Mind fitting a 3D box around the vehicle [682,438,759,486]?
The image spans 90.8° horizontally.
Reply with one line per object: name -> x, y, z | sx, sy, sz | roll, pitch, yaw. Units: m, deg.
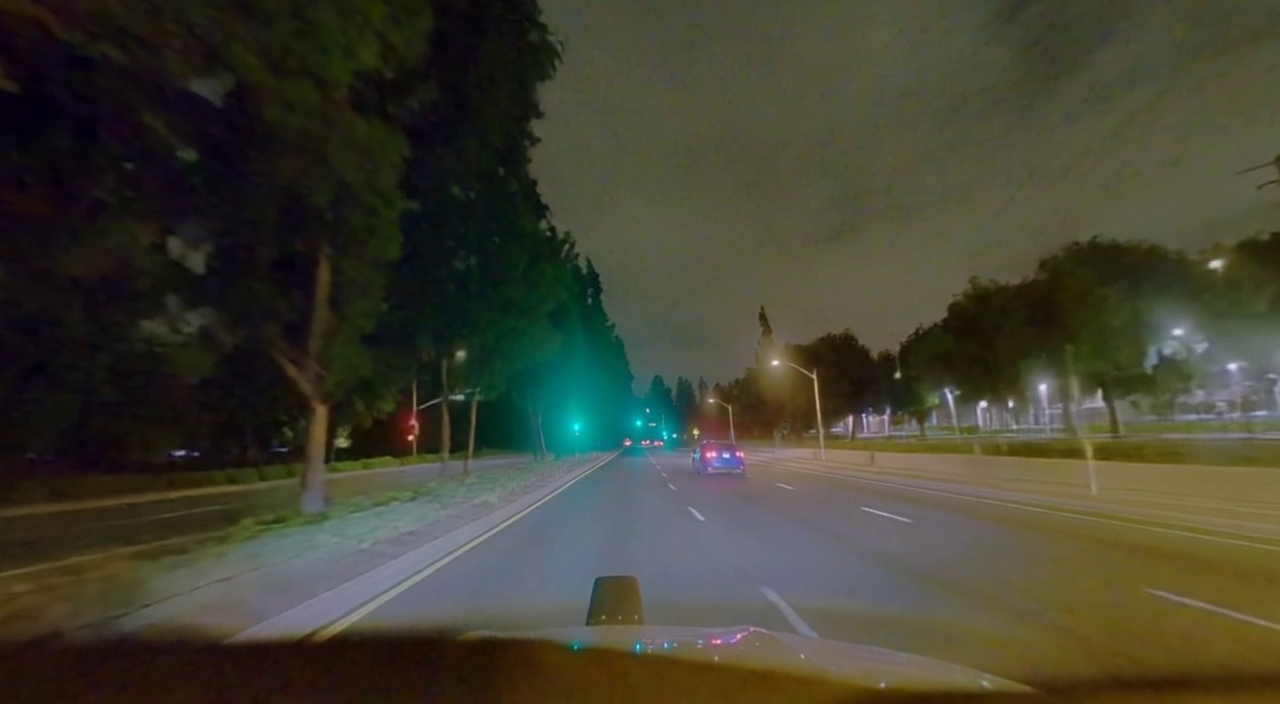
vehicle -> 2.663, 3.760, 21.922 | 2.056, 1.483, 4.091 | 0, -8, -1
